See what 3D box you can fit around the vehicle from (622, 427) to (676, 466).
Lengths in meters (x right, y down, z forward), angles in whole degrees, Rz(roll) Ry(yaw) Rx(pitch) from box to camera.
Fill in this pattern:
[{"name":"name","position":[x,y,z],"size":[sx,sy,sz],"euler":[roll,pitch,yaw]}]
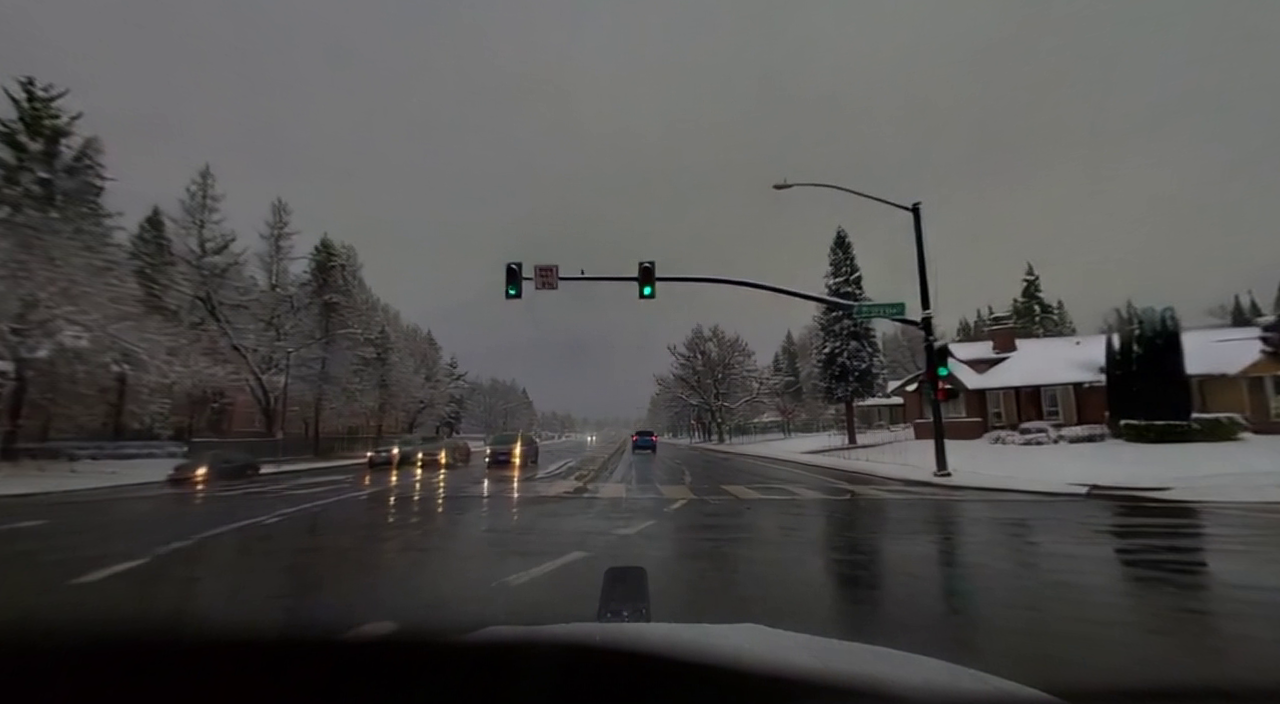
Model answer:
[{"name":"vehicle","position":[0.381,4.564,30.639],"size":[2.437,1.737,4.420],"euler":[0,-8,0]}]

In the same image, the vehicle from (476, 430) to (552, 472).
[{"name":"vehicle","position":[-4.799,3.849,24.691],"size":[1.994,1.494,4.599],"euler":[0,-8,1]}]

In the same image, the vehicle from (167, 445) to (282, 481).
[{"name":"vehicle","position":[-18.480,4.922,28.348],"size":[1.915,1.477,4.411],"euler":[-1,-8,5]}]

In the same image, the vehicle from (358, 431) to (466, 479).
[{"name":"vehicle","position":[-7.848,3.588,22.264],"size":[2.154,1.499,4.461],"euler":[0,-8,0]}]
